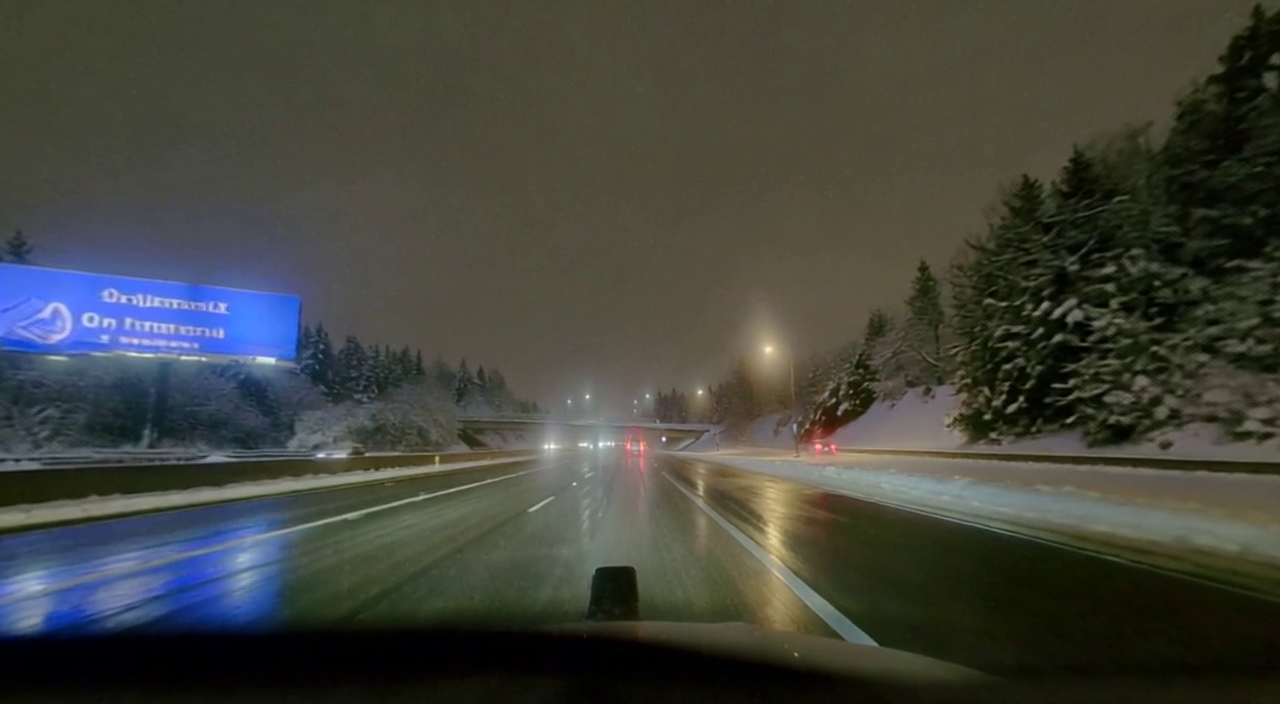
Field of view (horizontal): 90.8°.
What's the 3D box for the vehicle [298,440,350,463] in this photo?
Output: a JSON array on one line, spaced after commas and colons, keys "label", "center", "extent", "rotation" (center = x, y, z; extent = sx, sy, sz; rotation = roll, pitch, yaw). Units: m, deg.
[{"label": "vehicle", "center": [-20.006, 6.296, 40.158], "extent": [1.459, 1.356, 3.255], "rotation": [-1, -8, 4]}]
